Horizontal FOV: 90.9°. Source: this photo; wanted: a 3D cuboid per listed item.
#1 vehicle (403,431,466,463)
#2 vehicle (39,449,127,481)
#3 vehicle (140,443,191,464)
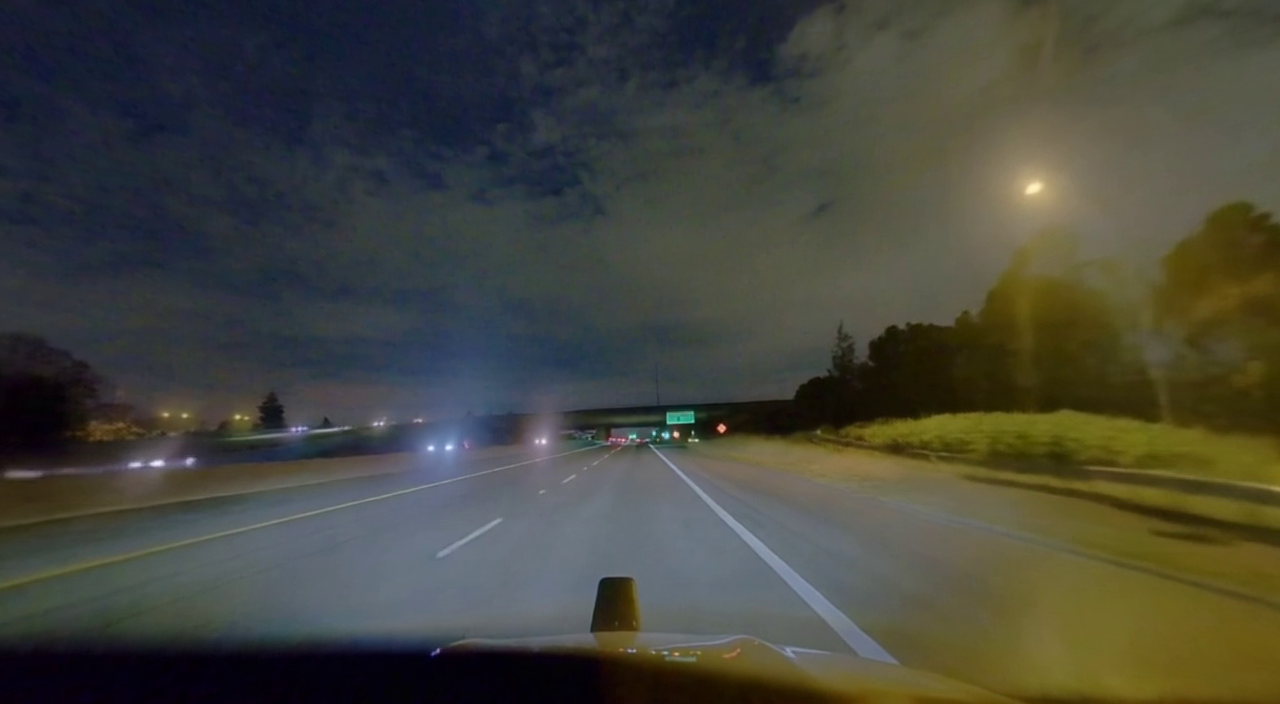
[{"bbox_3d":[-12.017,5.548,37.146,2.179,1.752,4.402,0,-8,1],"label":"vehicle"},{"bbox_3d":[-29.105,5.864,33.088,1.956,1.440,4.158,3,-8,-20],"label":"vehicle"},{"bbox_3d":[-37.024,7.901,49.270,1.989,1.496,4.580,3,-8,-22],"label":"vehicle"}]
